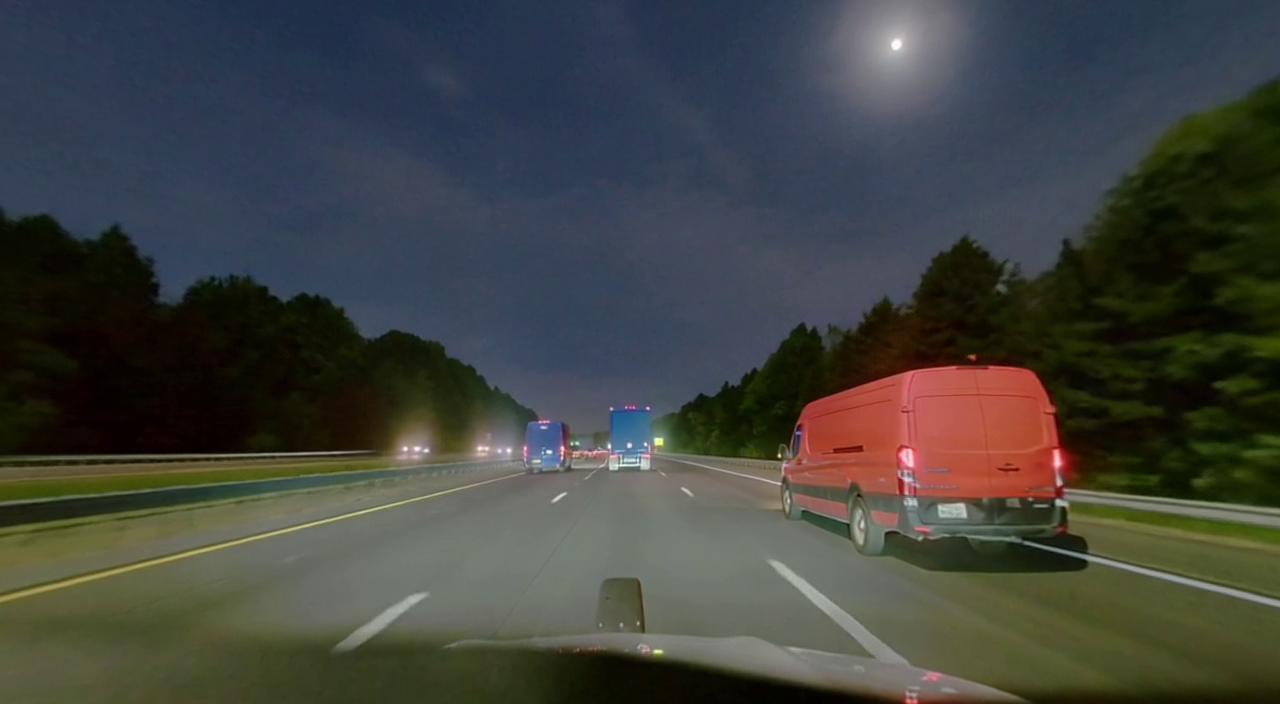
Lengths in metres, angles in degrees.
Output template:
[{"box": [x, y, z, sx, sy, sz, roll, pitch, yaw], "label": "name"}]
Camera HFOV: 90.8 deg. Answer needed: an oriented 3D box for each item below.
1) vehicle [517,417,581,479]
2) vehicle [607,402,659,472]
[{"box": [-4.459, 4.886, 32.015, 2.357, 2.786, 6.144, 0, -9, -1], "label": "vehicle"}, {"box": [-0.488, 5.696, 41.447, 2.995, 4.036, 10.311, 0, -9, -1], "label": "vehicle"}]
